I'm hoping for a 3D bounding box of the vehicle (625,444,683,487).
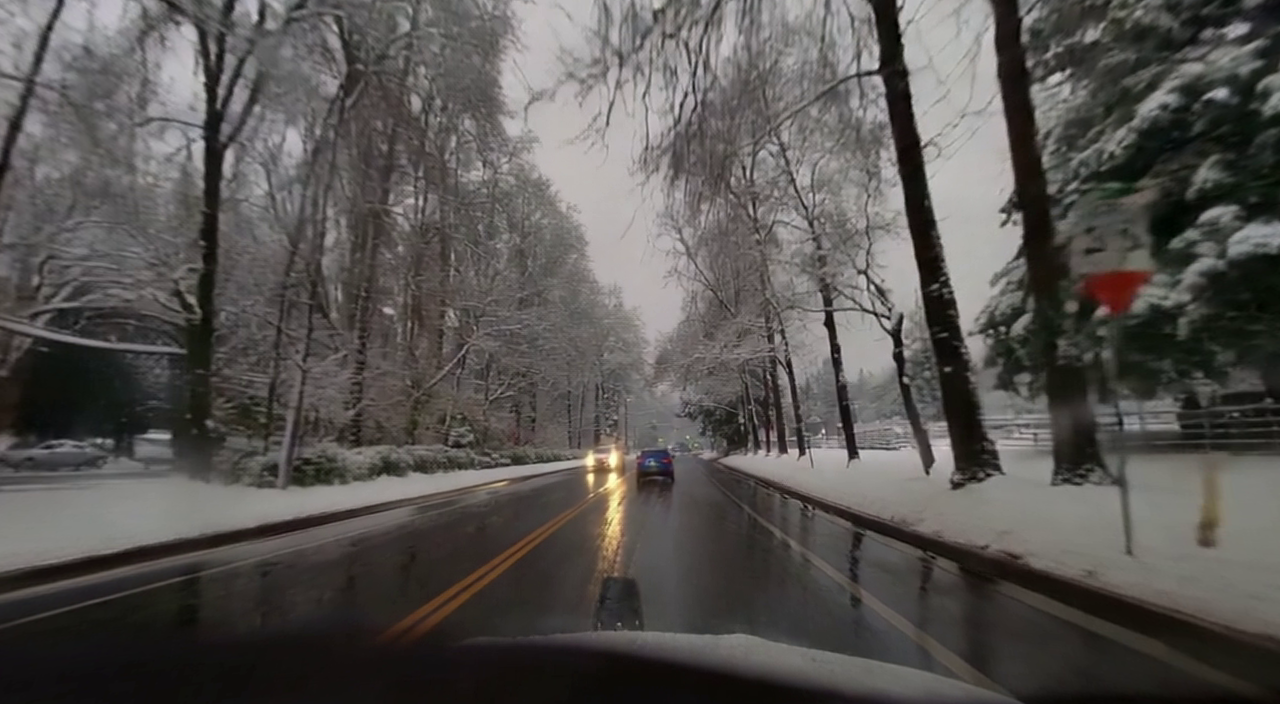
[{"bbox_3d":[0.660,4.587,25.850,2.152,1.574,4.223,-1,-8,4],"label":"vehicle"}]

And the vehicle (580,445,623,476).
[{"bbox_3d":[-2.267,6.523,38.242,2.078,1.720,3.822,-1,-8,4],"label":"vehicle"}]

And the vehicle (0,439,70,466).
[{"bbox_3d":[-45.522,7.306,45.823,2.560,1.858,5.752,-4,-9,7],"label":"vehicle"}]
